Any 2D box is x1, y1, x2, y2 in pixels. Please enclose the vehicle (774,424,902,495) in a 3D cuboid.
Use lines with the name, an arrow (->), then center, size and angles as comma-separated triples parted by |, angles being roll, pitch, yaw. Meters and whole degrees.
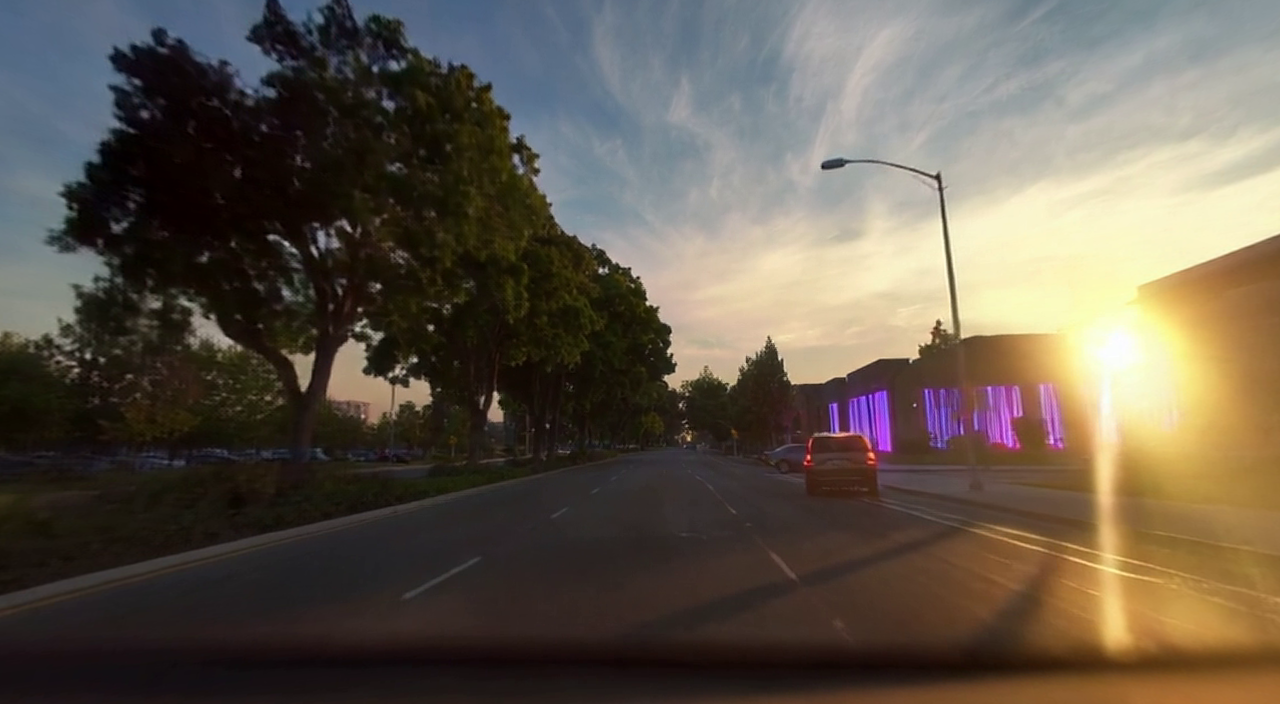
vehicle -> 6.643, 3.470, 20.788 | 2.477, 1.991, 5.157 | -6, -10, 35

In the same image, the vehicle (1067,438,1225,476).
vehicle -> 20.914, 4.357, 26.305 | 4.698, 1.465, 1.914 | -1, -8, 6
